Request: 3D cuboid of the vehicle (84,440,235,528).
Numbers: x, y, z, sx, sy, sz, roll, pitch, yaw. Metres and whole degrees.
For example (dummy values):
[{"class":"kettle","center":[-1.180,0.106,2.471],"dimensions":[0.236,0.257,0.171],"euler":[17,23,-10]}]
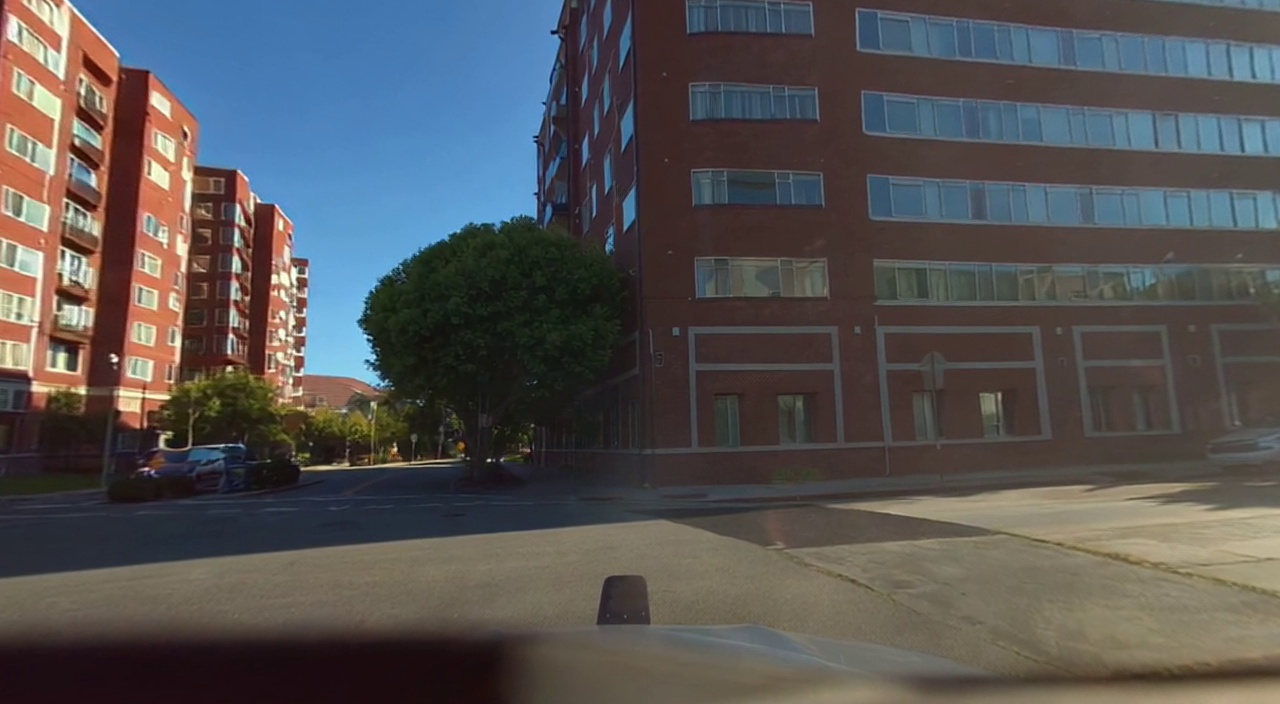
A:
[{"class":"vehicle","center":[-10.558,2.714,13.707],"dimensions":[2.027,1.475,4.522],"euler":[4,-9,-44]}]
